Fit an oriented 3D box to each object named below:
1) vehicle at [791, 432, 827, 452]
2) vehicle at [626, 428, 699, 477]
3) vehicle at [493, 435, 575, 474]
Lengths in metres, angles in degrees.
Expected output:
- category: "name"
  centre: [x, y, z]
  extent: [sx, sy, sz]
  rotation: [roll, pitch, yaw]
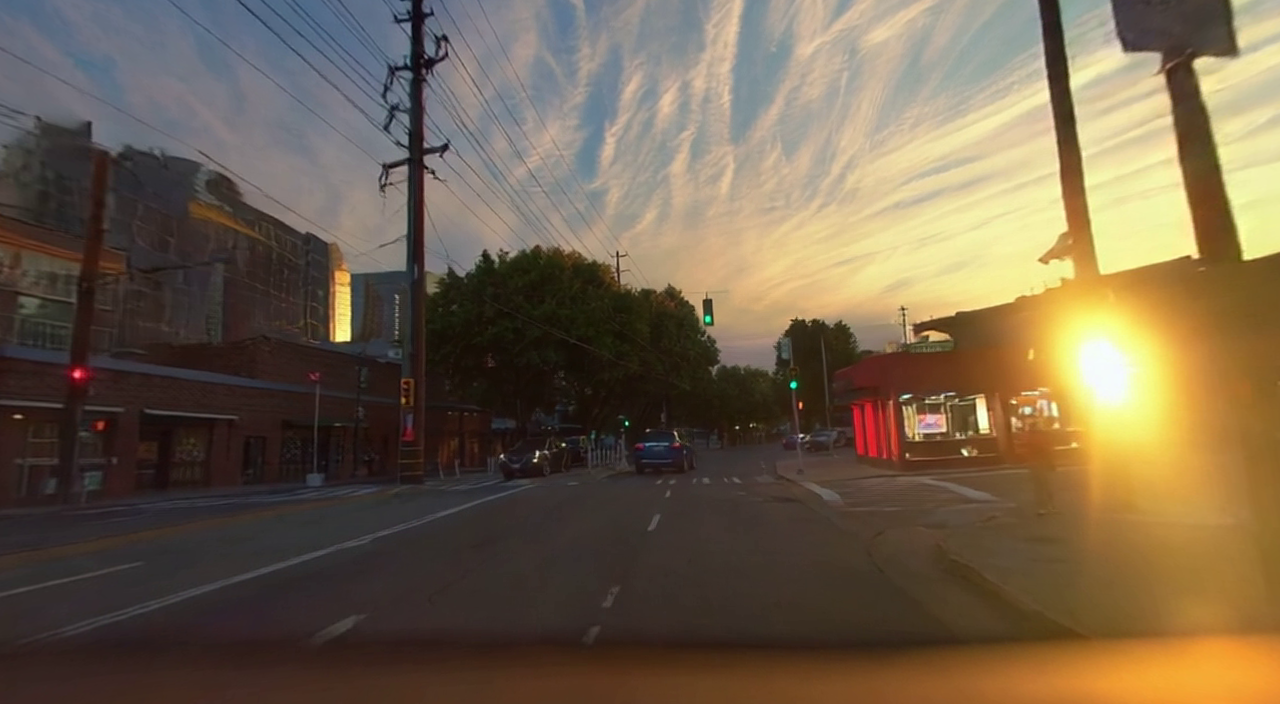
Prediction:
- category: "vehicle"
  centre: [13.200, 7.041, 49.123]
  extent: [2.006, 1.470, 4.099]
  rotation: [-4, -9, 24]
- category: "vehicle"
  centre: [0.993, 3.970, 25.027]
  extent: [2.101, 1.721, 4.364]
  rotation: [-2, -9, 13]
- category: "vehicle"
  centre: [-4.963, 4.876, 30.230]
  extent: [2.017, 1.684, 4.483]
  rotation: [-3, -9, 17]
